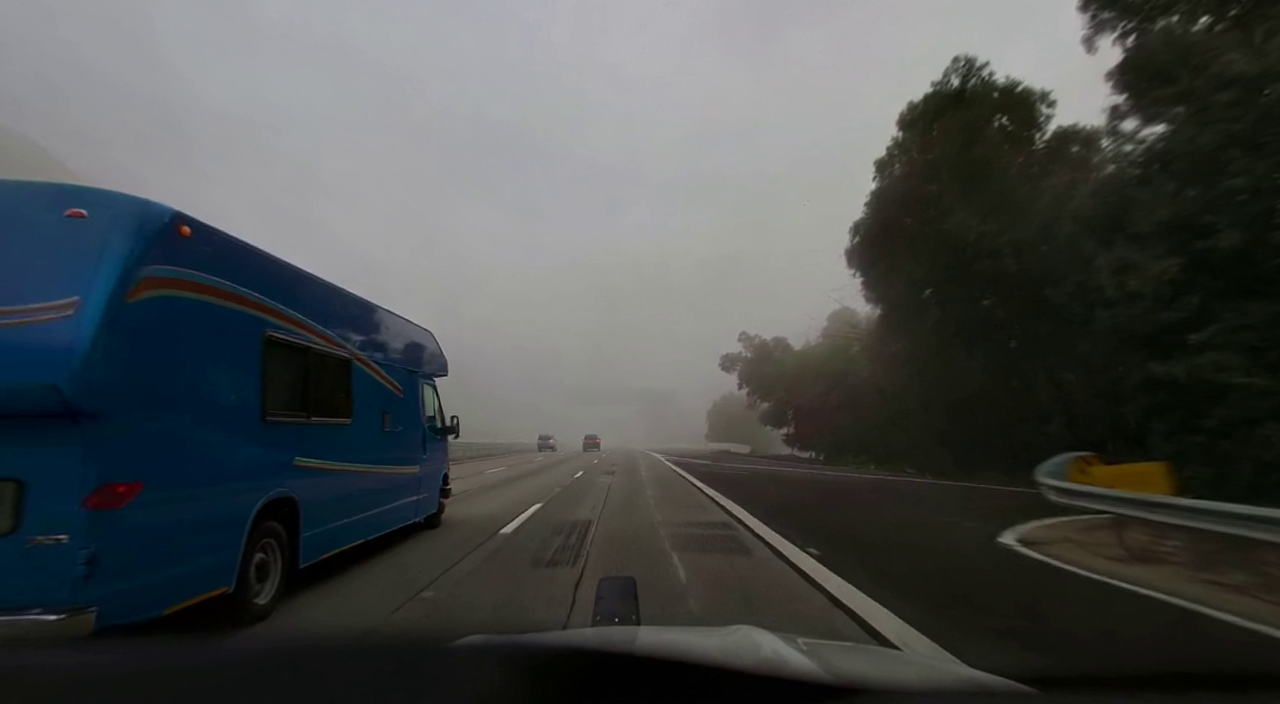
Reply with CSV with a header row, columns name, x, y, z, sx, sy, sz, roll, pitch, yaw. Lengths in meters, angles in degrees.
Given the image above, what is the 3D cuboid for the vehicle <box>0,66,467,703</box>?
name,x,y,z,sx,sy,sz,roll,pitch,yaw
vehicle,-4.022,0.646,6.476,2.676,3.269,7.388,1,-6,-3
